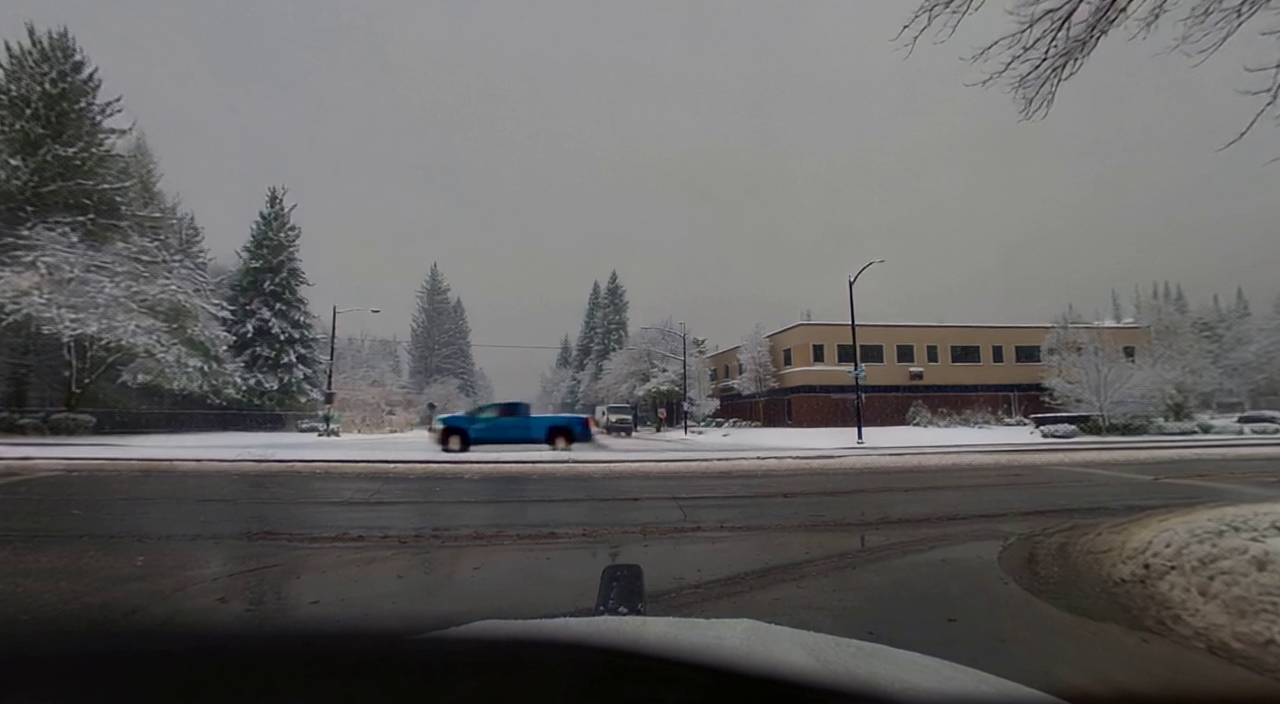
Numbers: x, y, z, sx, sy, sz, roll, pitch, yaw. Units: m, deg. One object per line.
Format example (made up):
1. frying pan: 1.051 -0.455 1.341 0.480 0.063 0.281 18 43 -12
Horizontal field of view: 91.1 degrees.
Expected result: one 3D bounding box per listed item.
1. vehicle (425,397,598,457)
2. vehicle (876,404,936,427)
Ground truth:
1. vehicle: -4.237 2.551 20.952 5.333 1.837 2.124 2 -9 -13
2. vehicle: 19.828 4.759 46.701 4.674 1.483 1.745 6 -10 -34
